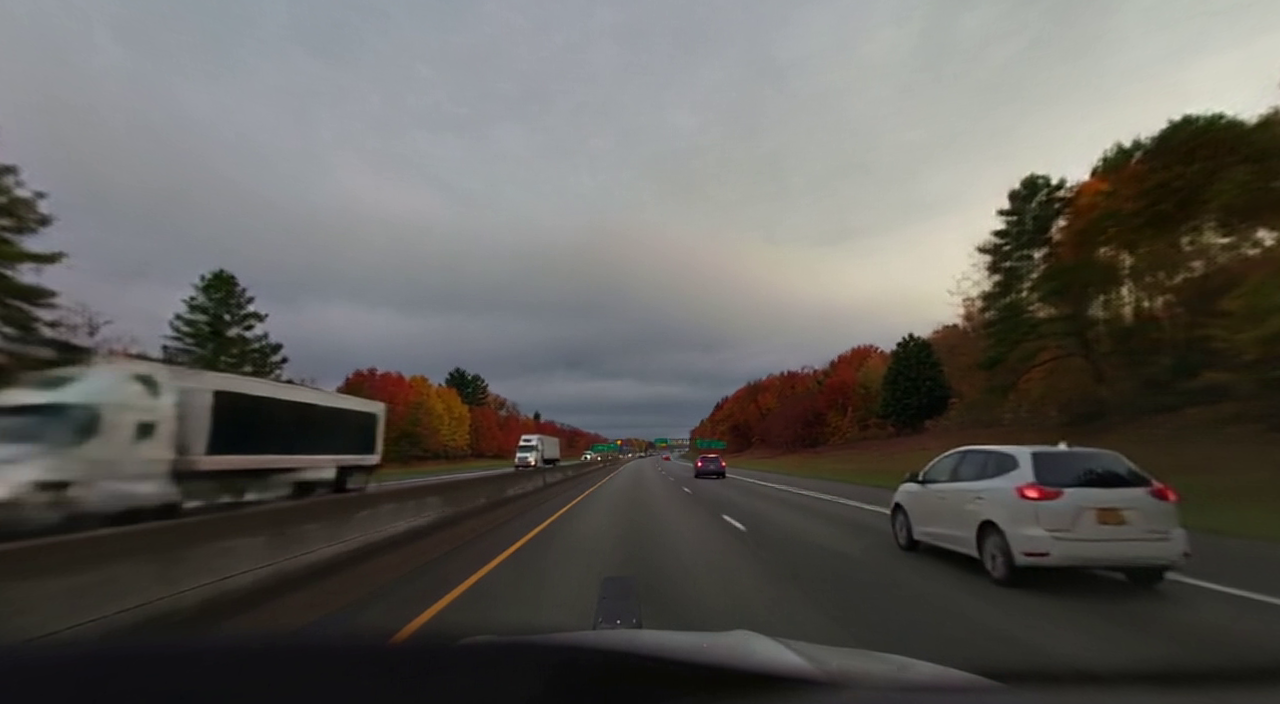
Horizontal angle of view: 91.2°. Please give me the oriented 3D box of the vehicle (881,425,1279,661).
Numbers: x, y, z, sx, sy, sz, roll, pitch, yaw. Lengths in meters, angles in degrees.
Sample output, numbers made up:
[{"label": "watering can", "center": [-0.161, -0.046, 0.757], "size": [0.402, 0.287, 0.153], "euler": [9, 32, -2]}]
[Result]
[{"label": "vehicle", "center": [4.385, 1.607, 6.371], "size": [2.119, 1.557, 4.163], "euler": [0, -9, -1]}]

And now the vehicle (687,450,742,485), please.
[{"label": "vehicle", "center": [3.501, 5.518, 30.261], "size": [2.070, 1.546, 4.648], "euler": [0, -9, 0]}]

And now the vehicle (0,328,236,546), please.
[{"label": "vehicle", "center": [-13.335, 2.000, 14.788], "size": [3.253, 4.062, 6.069], "euler": [0, -9, 1]}]
